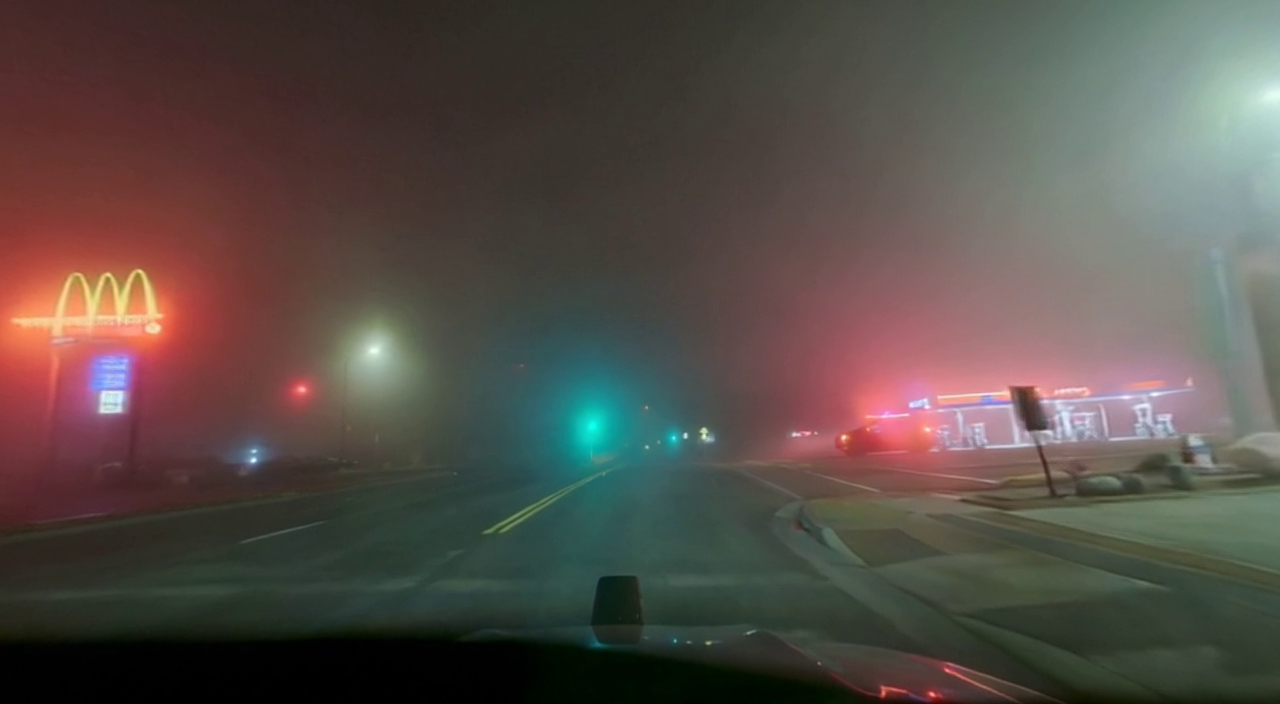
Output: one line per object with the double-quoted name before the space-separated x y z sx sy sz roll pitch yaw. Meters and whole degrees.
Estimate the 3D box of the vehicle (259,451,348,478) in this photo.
"vehicle" -25.936 8.710 48.637 5.803 1.632 2.173 -4 -7 3

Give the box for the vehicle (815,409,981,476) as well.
"vehicle" 8.667 3.092 21.480 4.640 1.800 2.026 -5 -8 0
